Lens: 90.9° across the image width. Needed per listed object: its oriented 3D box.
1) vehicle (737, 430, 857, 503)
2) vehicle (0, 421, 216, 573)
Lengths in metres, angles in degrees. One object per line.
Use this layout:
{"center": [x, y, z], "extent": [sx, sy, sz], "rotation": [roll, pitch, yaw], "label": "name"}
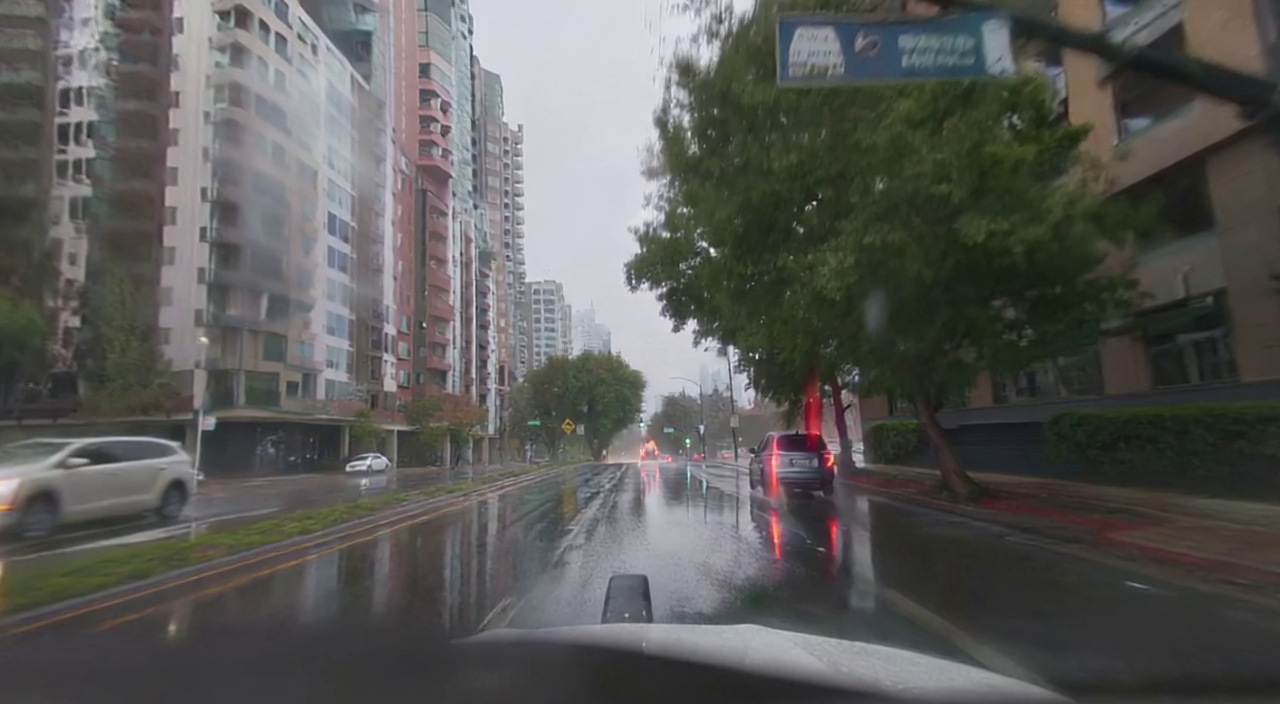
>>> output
{"center": [3.728, 2.789, 15.738], "extent": [1.949, 1.583, 3.996], "rotation": [0, -9, 0], "label": "vehicle"}
{"center": [-7.941, 1.807, 8.027], "extent": [2.021, 1.626, 4.302], "rotation": [-3, -9, 1], "label": "vehicle"}
